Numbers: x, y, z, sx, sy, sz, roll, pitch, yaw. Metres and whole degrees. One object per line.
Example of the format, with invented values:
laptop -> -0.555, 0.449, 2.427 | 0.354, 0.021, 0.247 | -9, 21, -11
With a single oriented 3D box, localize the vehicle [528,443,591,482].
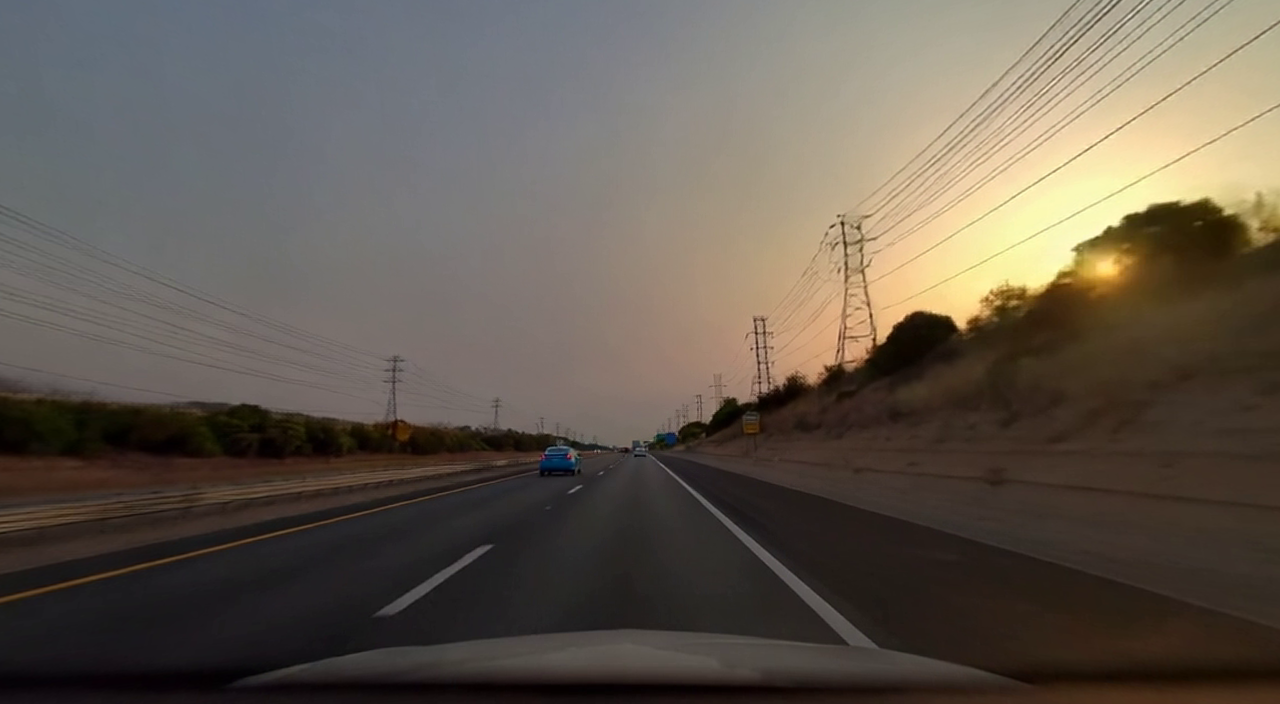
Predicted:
vehicle -> -3.456, 4.836, 27.878 | 2.106, 1.543, 4.465 | 0, -9, 1
